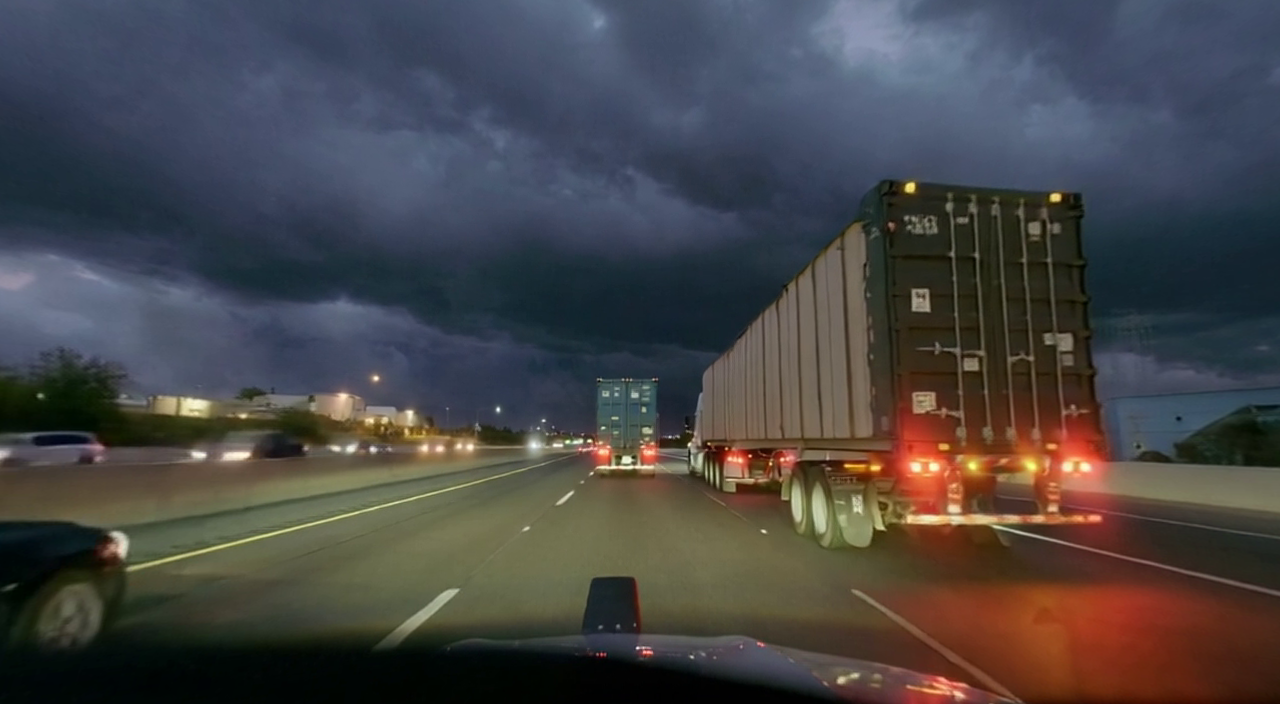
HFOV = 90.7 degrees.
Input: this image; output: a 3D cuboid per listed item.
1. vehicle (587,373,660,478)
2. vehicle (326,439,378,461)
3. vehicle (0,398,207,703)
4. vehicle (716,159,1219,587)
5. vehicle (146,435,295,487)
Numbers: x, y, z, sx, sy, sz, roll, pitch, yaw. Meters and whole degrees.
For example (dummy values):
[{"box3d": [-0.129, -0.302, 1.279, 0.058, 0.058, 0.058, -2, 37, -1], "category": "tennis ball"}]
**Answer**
[{"box3d": [-0.524, 3.778, 30.985, 2.841, 4.071, 12.046, -1, -9, 1], "category": "vehicle"}, {"box3d": [-21.901, 7.480, 48.341, 2.037, 1.630, 4.440, 0, -9, -2], "category": "vehicle"}, {"box3d": [-3.777, 0.796, 1.708, 1.994, 1.471, 4.591, 0, -9, -1], "category": "vehicle"}, {"box3d": [3.759, 1.036, 12.307, 2.803, 4.072, 12.744, 0, -9, -1], "category": "vehicle"}, {"box3d": [-13.083, 3.411, 20.133, 1.814, 1.449, 4.409, 0, -9, -2], "category": "vehicle"}]
